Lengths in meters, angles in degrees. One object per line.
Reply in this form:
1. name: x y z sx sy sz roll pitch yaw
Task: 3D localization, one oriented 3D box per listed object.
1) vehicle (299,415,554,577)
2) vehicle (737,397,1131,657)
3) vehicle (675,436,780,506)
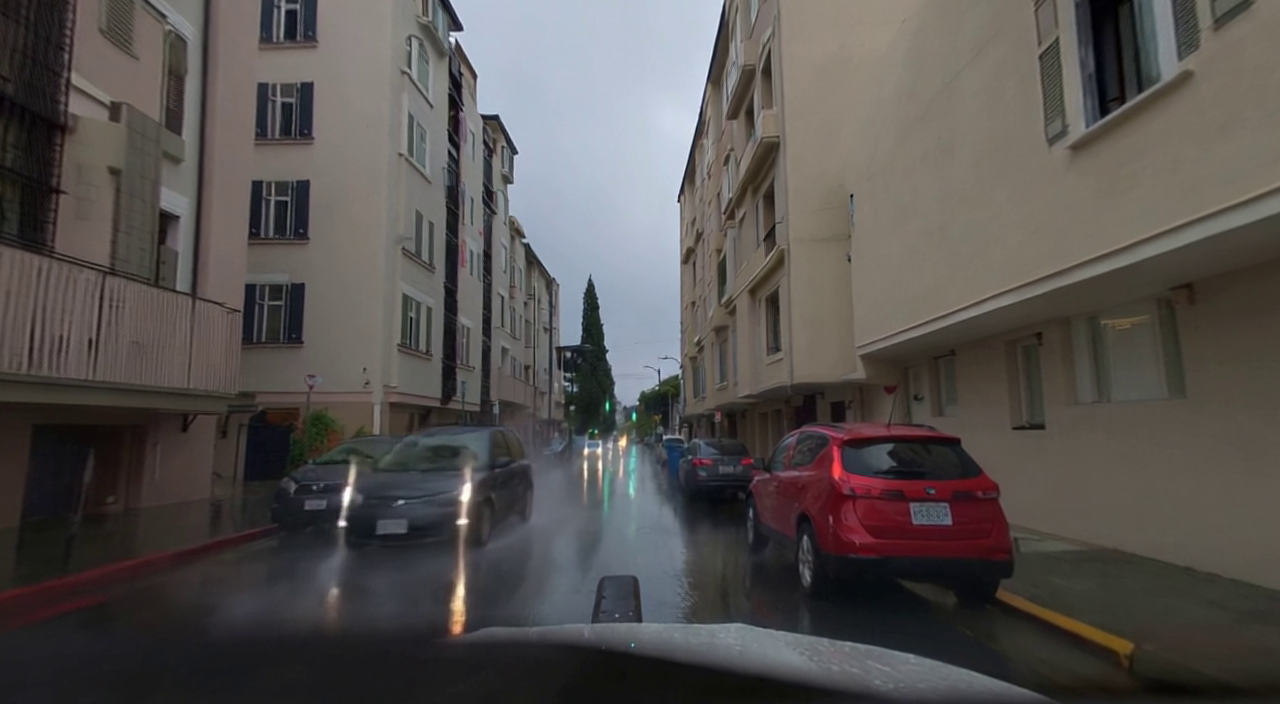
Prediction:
1. vehicle: -2.307 1.621 7.852 1.845 1.544 3.388 0 -8 3
2. vehicle: 2.237 1.405 6.144 1.839 1.678 3.918 0 -8 -2
3. vehicle: 1.951 2.789 15.402 1.786 1.447 4.314 0 -8 -2
